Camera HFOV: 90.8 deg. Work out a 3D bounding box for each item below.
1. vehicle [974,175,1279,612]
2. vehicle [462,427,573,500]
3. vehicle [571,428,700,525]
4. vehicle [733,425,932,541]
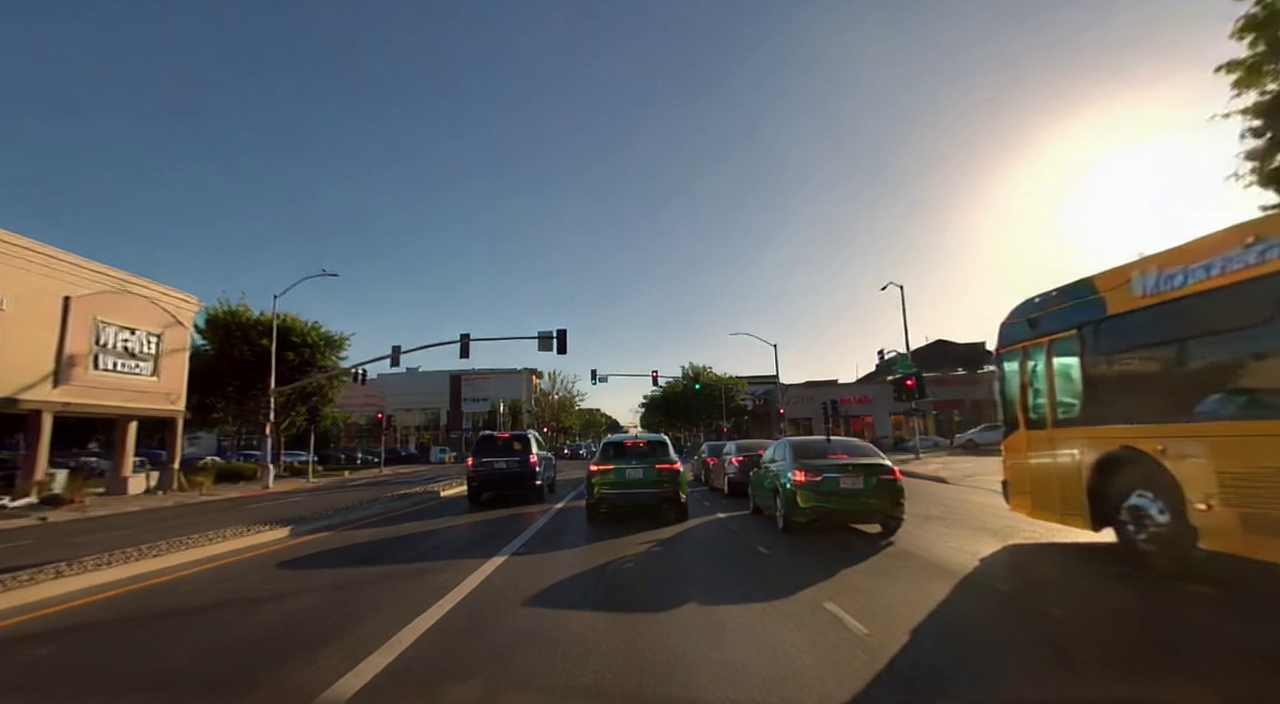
[{"bbox_3d":[6.459,0.183,3.950,3.197,3.269,9.836,0,-8,-1],"label":"vehicle"},{"bbox_3d":[-3.139,2.976,17.245,2.180,1.708,4.397,0,-8,0],"label":"vehicle"},{"bbox_3d":[-0.079,2.293,12.124,2.071,1.525,3.723,0,-8,0],"label":"vehicle"},{"bbox_3d":[2.877,2.059,10.600,1.922,1.508,4.330,0,-8,0],"label":"vehicle"}]
